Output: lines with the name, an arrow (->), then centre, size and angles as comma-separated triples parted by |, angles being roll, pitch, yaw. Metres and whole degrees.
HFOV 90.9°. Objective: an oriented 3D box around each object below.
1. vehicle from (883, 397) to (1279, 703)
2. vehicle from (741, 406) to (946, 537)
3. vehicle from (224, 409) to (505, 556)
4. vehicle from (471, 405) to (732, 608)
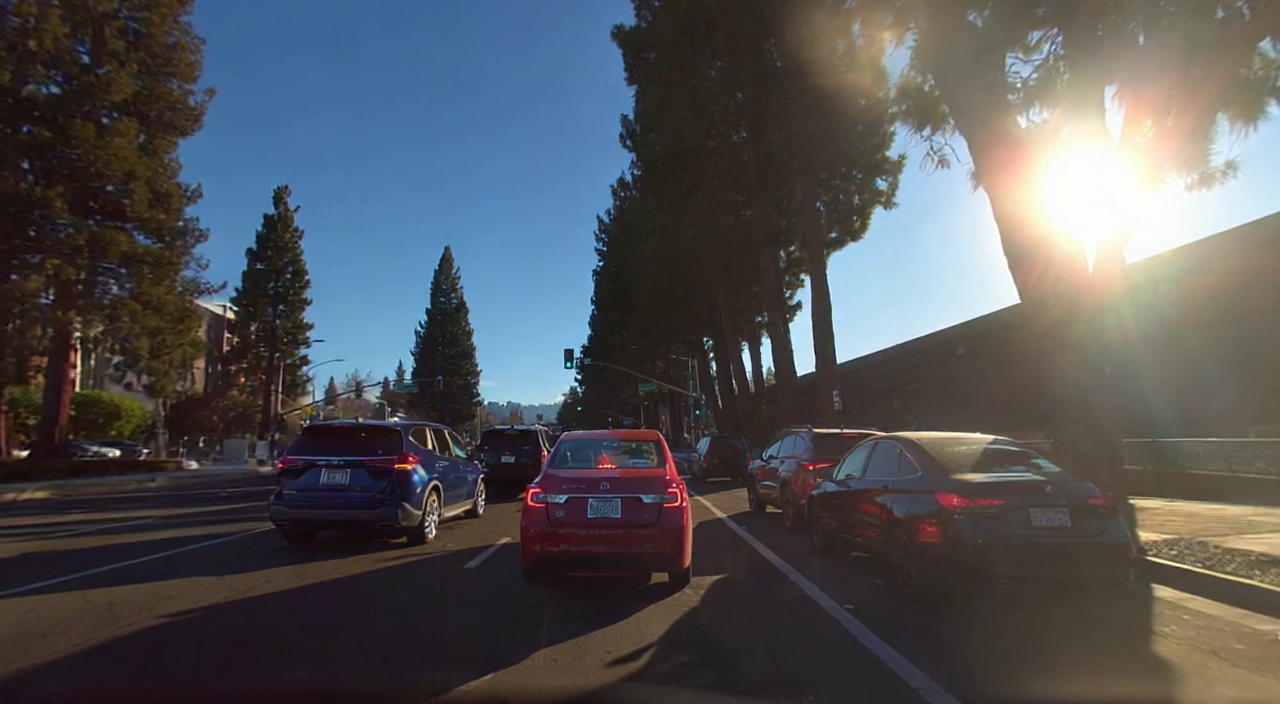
vehicle -> 3.234, 1.070, 3.375 | 2.045, 1.459, 4.462 | 0, -8, -1
vehicle -> 3.327, 2.082, 11.536 | 2.117, 1.879, 4.715 | 0, -8, -1
vehicle -> -3.768, 1.892, 9.892 | 2.141, 1.718, 4.809 | 0, -8, 1
vehicle -> -0.359, 1.586, 7.422 | 2.114, 1.631, 4.459 | 0, -8, -1
